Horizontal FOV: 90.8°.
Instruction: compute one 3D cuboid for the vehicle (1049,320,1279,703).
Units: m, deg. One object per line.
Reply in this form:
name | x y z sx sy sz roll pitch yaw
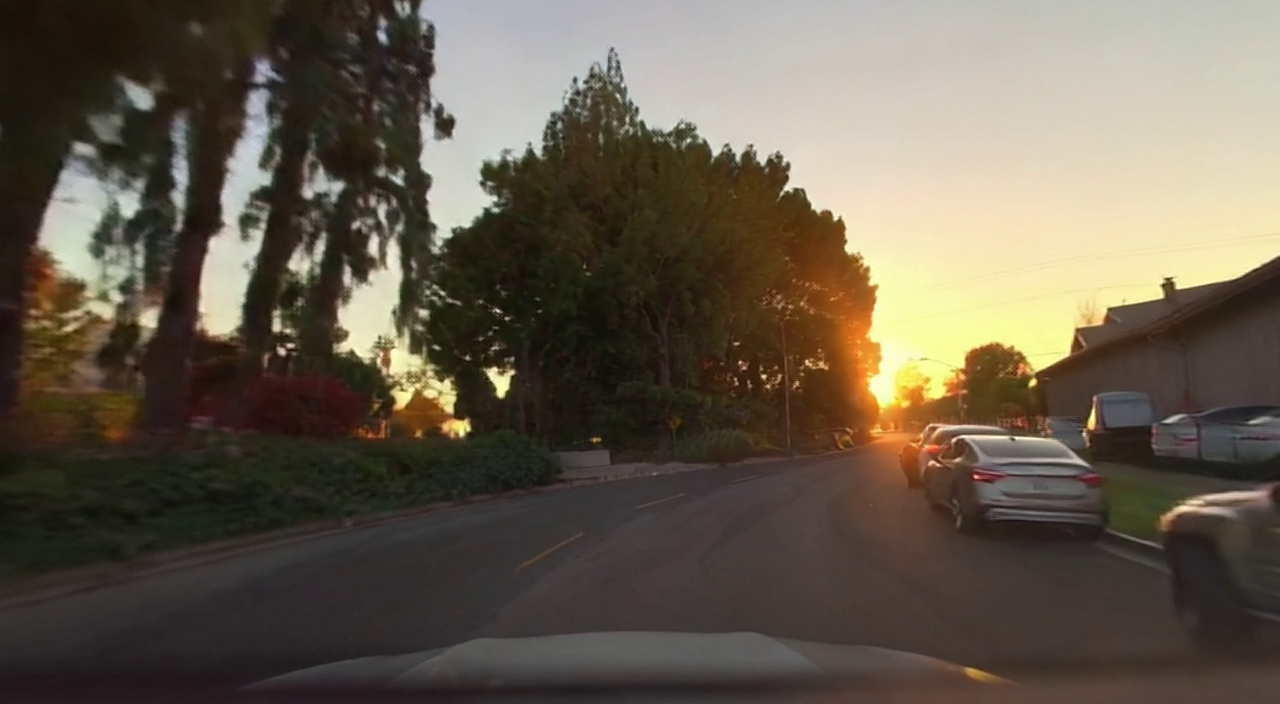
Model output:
vehicle | 3.976 0.695 2.258 2.269 1.841 4.569 -1 -8 6
